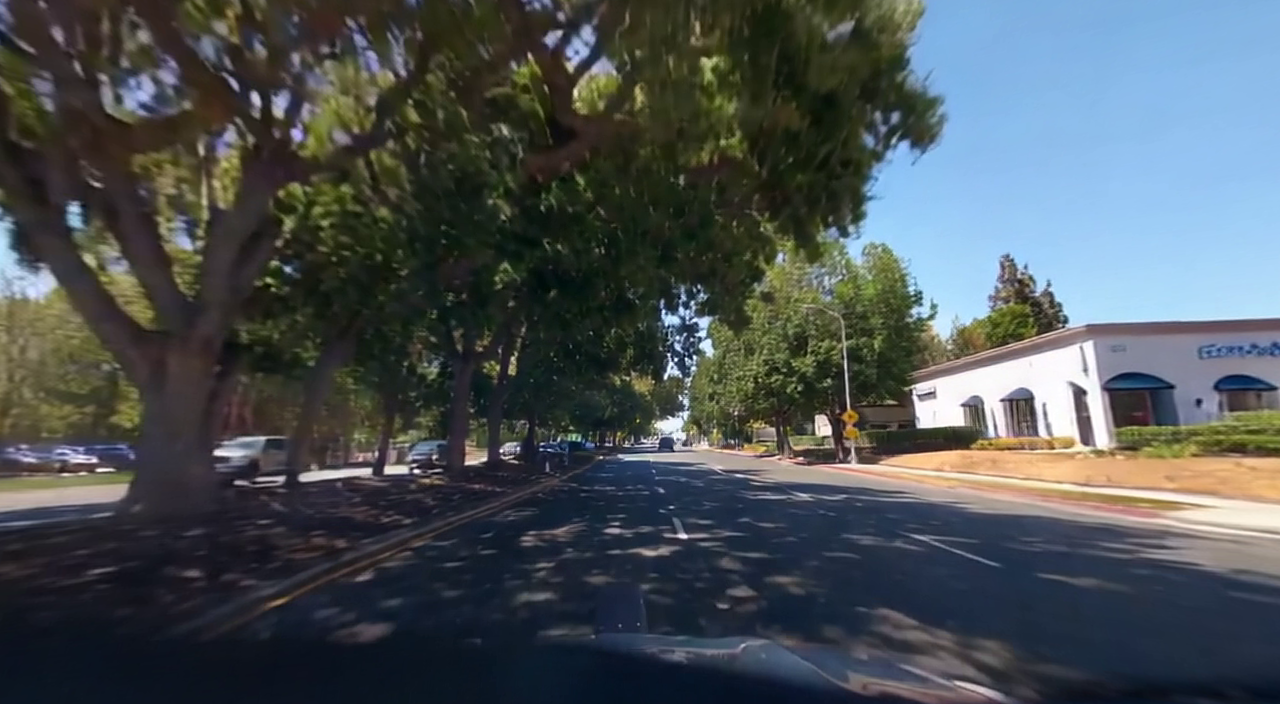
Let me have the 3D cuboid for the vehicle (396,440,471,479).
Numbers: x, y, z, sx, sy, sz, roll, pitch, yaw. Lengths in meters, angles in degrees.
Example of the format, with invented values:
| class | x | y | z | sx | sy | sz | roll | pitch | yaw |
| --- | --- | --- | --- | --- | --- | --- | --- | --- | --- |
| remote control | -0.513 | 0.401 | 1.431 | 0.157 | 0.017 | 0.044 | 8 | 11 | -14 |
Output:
| class | x | y | z | sx | sy | sz | roll | pitch | yaw |
| --- | --- | --- | --- | --- | --- | --- | --- | --- | --- |
| vehicle | -8.896 | 4.633 | 27.573 | 2.107 | 1.560 | 3.955 | 0 | -8 | -3 |

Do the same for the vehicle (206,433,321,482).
| class | x | y | z | sx | sy | sz | roll | pitch | yaw |
| --- | --- | --- | --- | --- | --- | --- | --- | --- | --- |
| vehicle | -15.161 | 4.263 | 25.763 | 1.924 | 1.767 | 4.397 | 0 | -8 | 0 |
